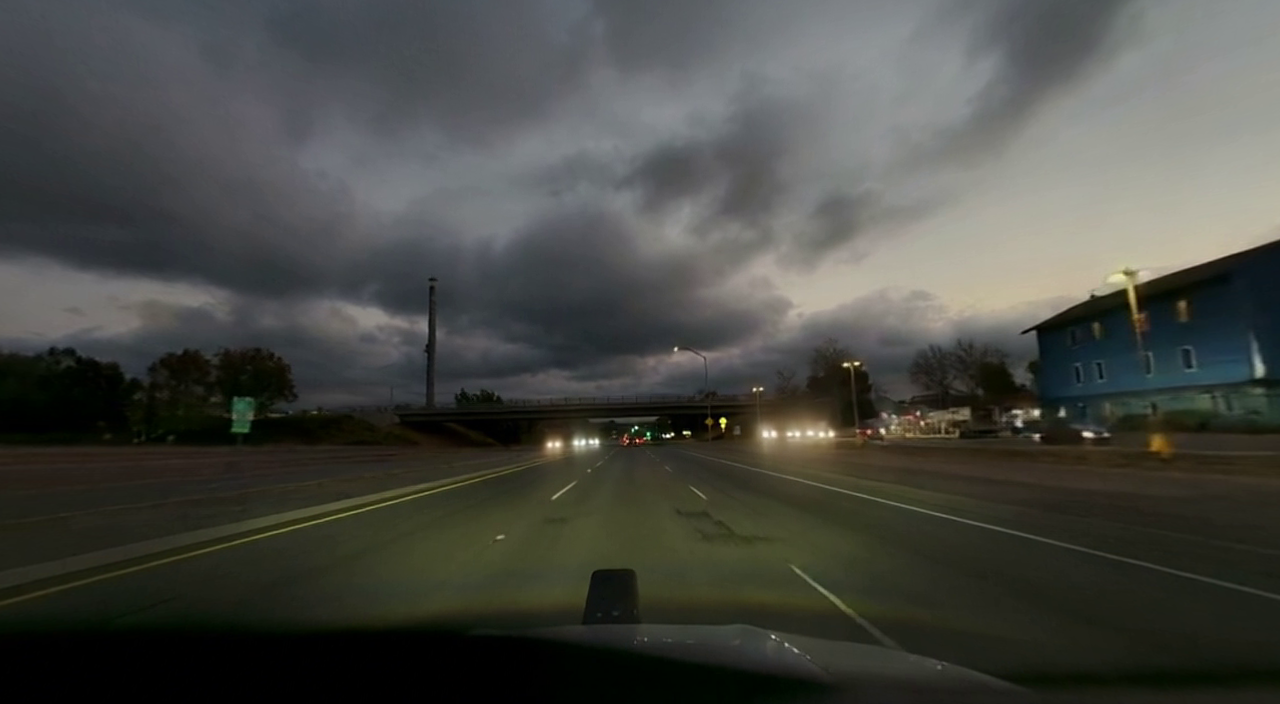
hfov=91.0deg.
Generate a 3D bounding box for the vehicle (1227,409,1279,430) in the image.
[{"bbox_3d":[45.074,4.936,45.811,1.492,1.373,3.282,-1,-8,2],"label":"vehicle"}]

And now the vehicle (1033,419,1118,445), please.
[{"bbox_3d":[24.166,4.491,35.075,1.777,1.345,4.066,-1,-8,-1],"label":"vehicle"}]
